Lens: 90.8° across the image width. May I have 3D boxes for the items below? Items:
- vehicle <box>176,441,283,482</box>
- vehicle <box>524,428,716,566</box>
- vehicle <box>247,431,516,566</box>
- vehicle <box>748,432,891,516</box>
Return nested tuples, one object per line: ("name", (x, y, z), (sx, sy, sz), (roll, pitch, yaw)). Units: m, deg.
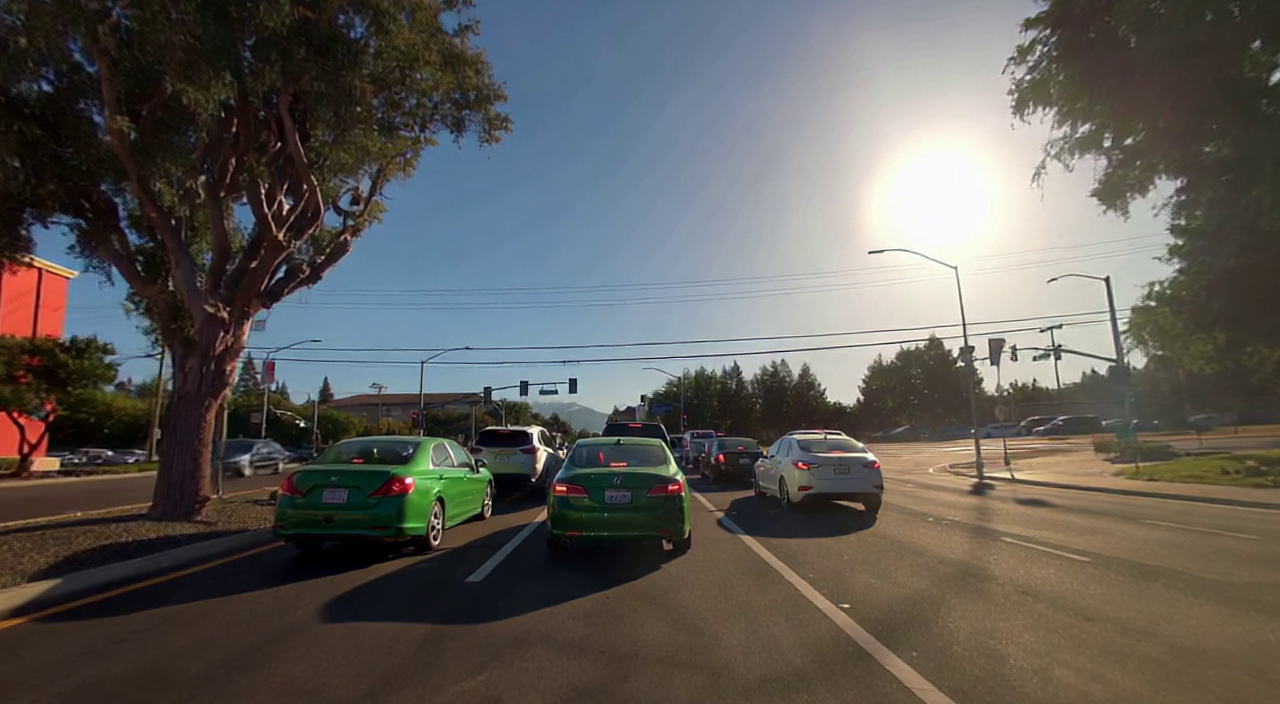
("vehicle", (-18.083, 4.802, 28.139), (2.094, 1.654, 4.786), (1, -8, -8))
("vehicle", (-0.222, 1.830, 8.698), (2.041, 1.450, 3.847), (0, -8, 0))
("vehicle", (-3.211, 1.887, 8.934), (1.917, 1.441, 4.128), (-1, -8, 2))
("vehicle", (3.536, 2.467, 13.266), (1.880, 1.476, 3.932), (0, -8, 1))
